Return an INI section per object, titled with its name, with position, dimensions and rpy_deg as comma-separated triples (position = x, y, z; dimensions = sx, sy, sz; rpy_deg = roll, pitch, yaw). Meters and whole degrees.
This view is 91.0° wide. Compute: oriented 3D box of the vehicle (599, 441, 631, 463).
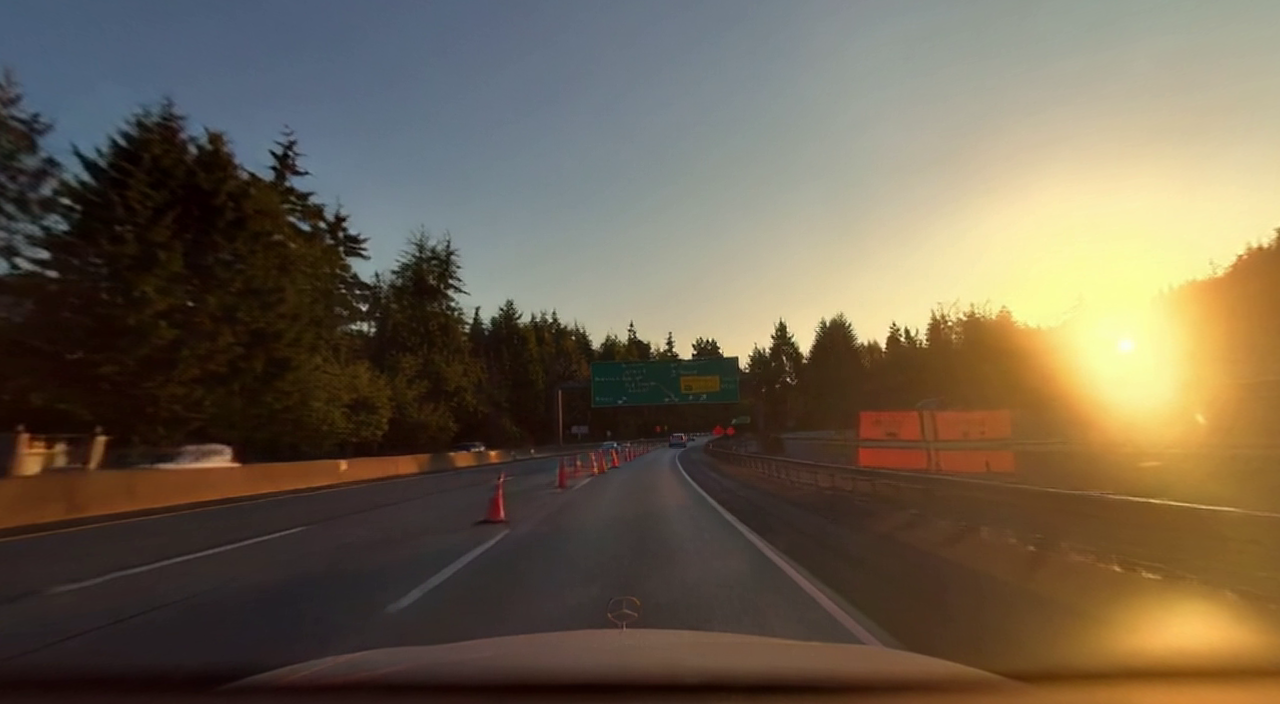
[vehicle]
position = -1.786, 7.321, 46.321
dimensions = 2.118, 1.475, 4.263
rpy_deg = 0, -8, 1
